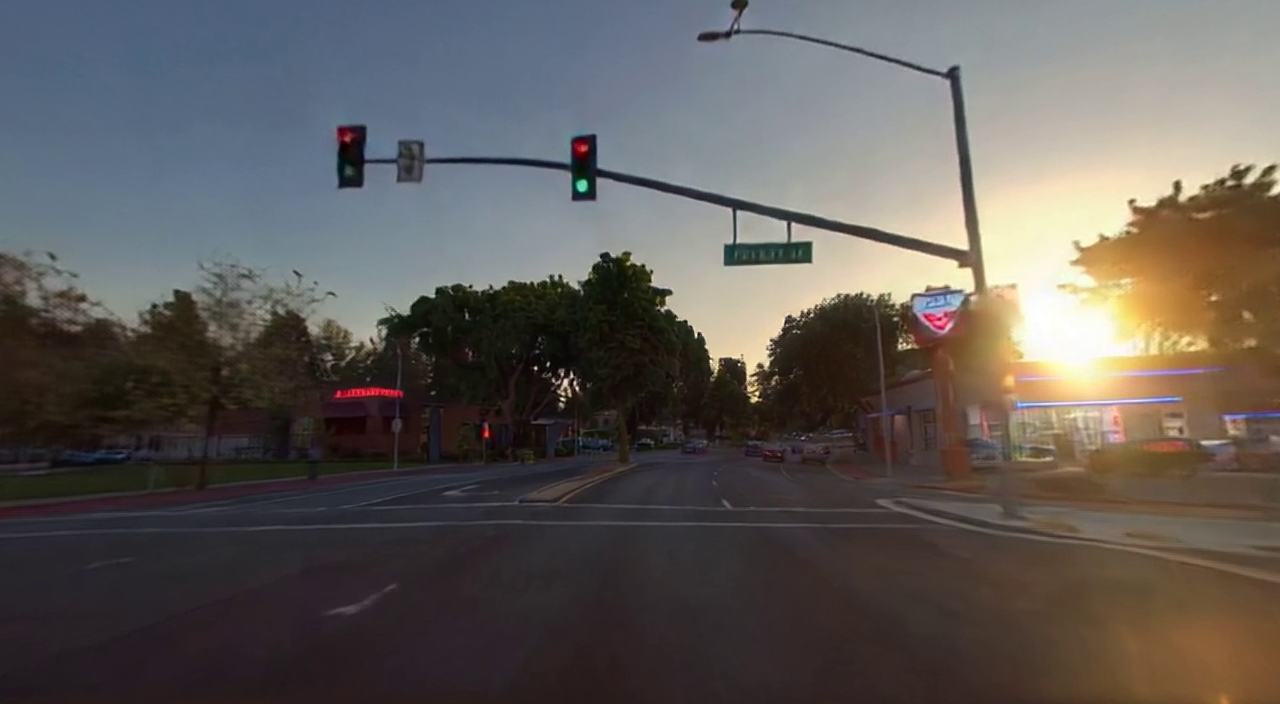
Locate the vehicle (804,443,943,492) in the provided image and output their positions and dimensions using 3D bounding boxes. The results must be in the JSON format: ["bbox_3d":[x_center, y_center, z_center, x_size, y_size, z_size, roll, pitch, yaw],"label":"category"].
[{"bbox_3d":[7.784,3.856,21.537,1.938,1.466,4.434,3,-9,-20],"label":"vehicle"}]

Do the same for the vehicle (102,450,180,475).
[{"bbox_3d":[-36.963,8.188,46.897,2.143,1.624,4.728,2,-8,-4],"label":"vehicle"}]

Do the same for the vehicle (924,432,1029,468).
[{"bbox_3d":[18.204,5.334,34.372,4.557,1.825,2.350,-3,-9,15],"label":"vehicle"}]

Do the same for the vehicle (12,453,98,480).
[{"bbox_3d":[-42.276,8.258,45.698,1.983,1.730,4.577,0,-9,-4],"label":"vehicle"}]

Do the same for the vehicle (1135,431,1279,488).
[{"bbox_3d":[20.217,3.727,22.204,4.707,1.790,2.357,4,-9,-25],"label":"vehicle"}]

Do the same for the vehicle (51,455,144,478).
[{"bbox_3d":[-39.513,8.336,46.119,2.379,1.472,5.175,0,-9,-4],"label":"vehicle"}]

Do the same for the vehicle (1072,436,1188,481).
[{"bbox_3d":[19.006,4.087,24.435,4.135,1.580,1.908,4,-10,-28],"label":"vehicle"}]

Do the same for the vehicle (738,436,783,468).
[{"bbox_3d":[7.244,5.933,37.501,2.311,1.715,4.287,-2,-9,14],"label":"vehicle"}]
